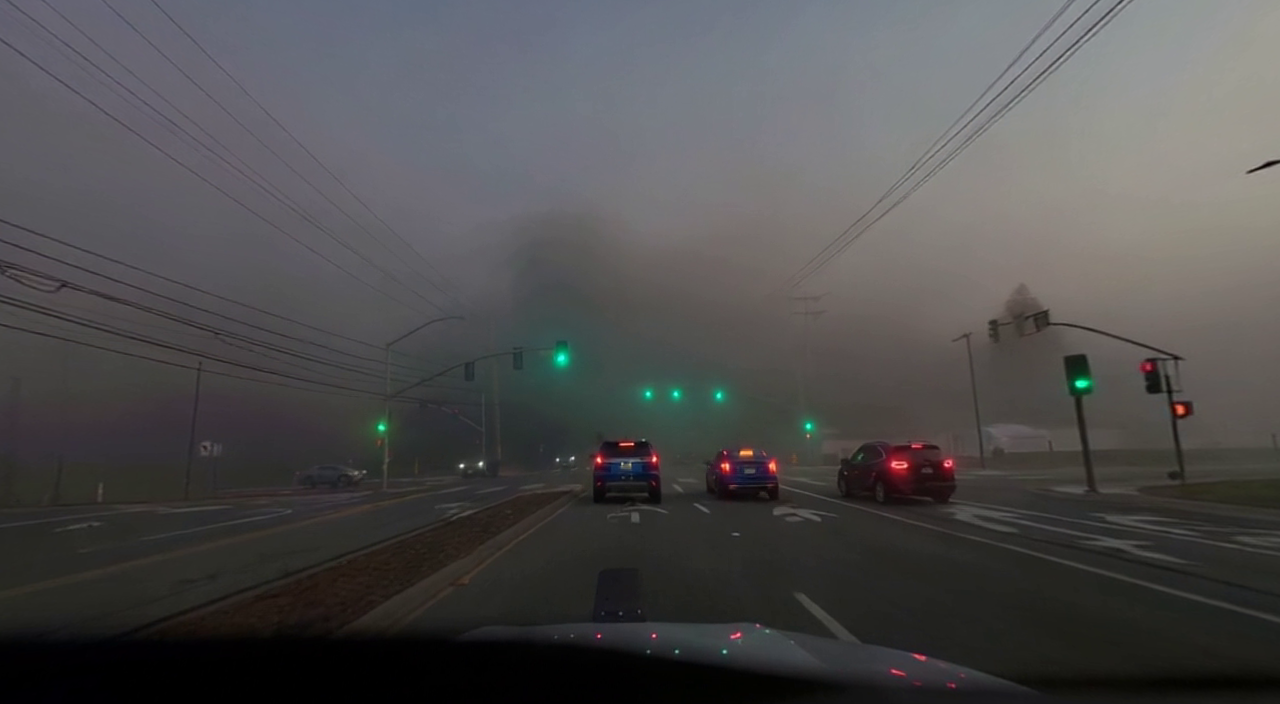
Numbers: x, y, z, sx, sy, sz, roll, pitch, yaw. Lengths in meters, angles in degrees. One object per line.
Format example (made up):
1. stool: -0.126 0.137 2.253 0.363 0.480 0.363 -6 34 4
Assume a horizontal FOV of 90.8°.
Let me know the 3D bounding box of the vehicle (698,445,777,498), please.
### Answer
1. vehicle: 3.170 3.988 21.514 1.880 1.579 4.401 0 -9 -2

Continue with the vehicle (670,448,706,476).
1. vehicle: 3.160 7.287 42.159 1.915 1.765 4.047 0 -9 -2

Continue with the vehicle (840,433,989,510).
1. vehicle: 7.069 3.100 16.896 1.929 1.753 4.396 0 -9 -1

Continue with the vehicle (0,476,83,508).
1. vehicle: -45.192 10.530 47.805 1.938 2.001 4.600 0 -9 -4

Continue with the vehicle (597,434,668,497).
1. vehicle: -0.242 3.933 22.281 2.231 1.998 4.254 0 -9 0
